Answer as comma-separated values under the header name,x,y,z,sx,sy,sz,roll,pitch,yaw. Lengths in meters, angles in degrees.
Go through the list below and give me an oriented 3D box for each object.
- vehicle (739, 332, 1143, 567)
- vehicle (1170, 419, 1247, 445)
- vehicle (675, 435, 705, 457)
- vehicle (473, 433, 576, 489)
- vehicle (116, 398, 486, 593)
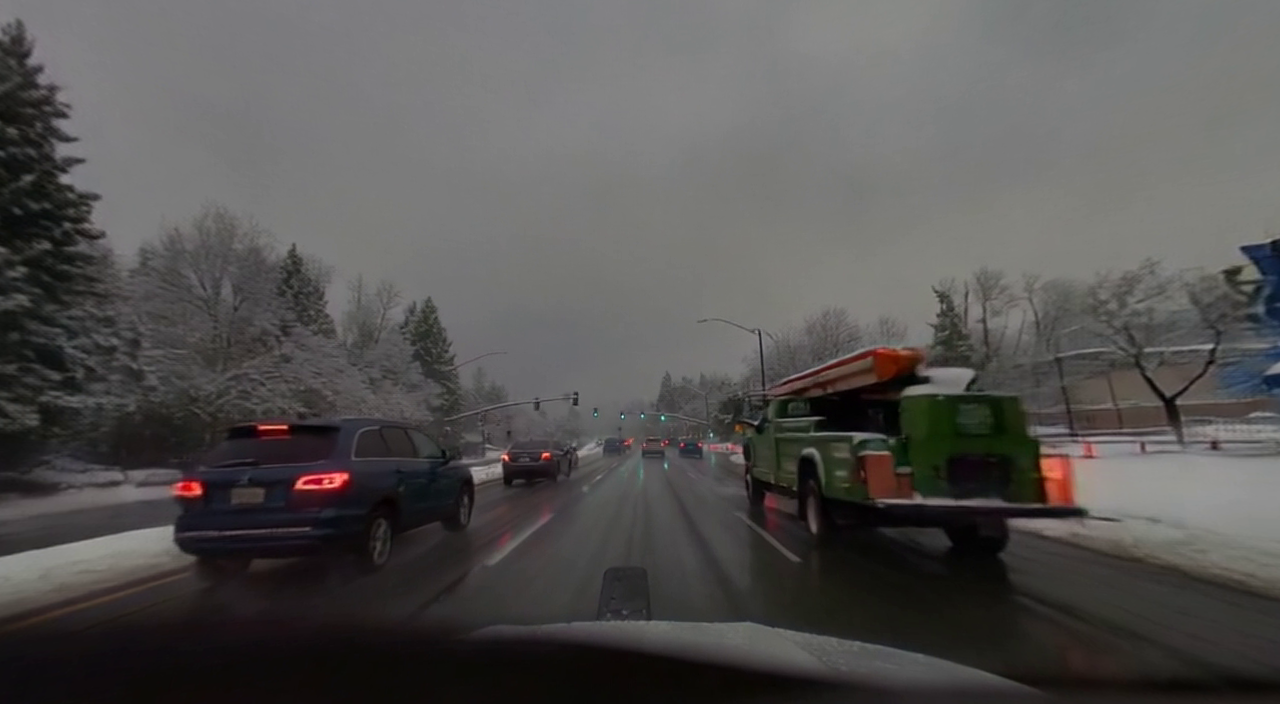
name,x,y,z,sx,sy,sz,roll,pitch,yaw
vehicle,3.790,1.568,10.658,2.760,2.465,7.936,0,-8,-1
vehicle,35.863,5.083,39.875,1.999,1.564,3.899,-2,-8,16
vehicle,3.944,7.294,49.067,1.984,1.659,4.226,-1,-8,9
vehicle,-3.351,3.278,19.337,2.107,1.482,4.674,0,-8,2
vehicle,-3.505,1.563,7.760,2.038,1.682,4.399,0,-8,1
